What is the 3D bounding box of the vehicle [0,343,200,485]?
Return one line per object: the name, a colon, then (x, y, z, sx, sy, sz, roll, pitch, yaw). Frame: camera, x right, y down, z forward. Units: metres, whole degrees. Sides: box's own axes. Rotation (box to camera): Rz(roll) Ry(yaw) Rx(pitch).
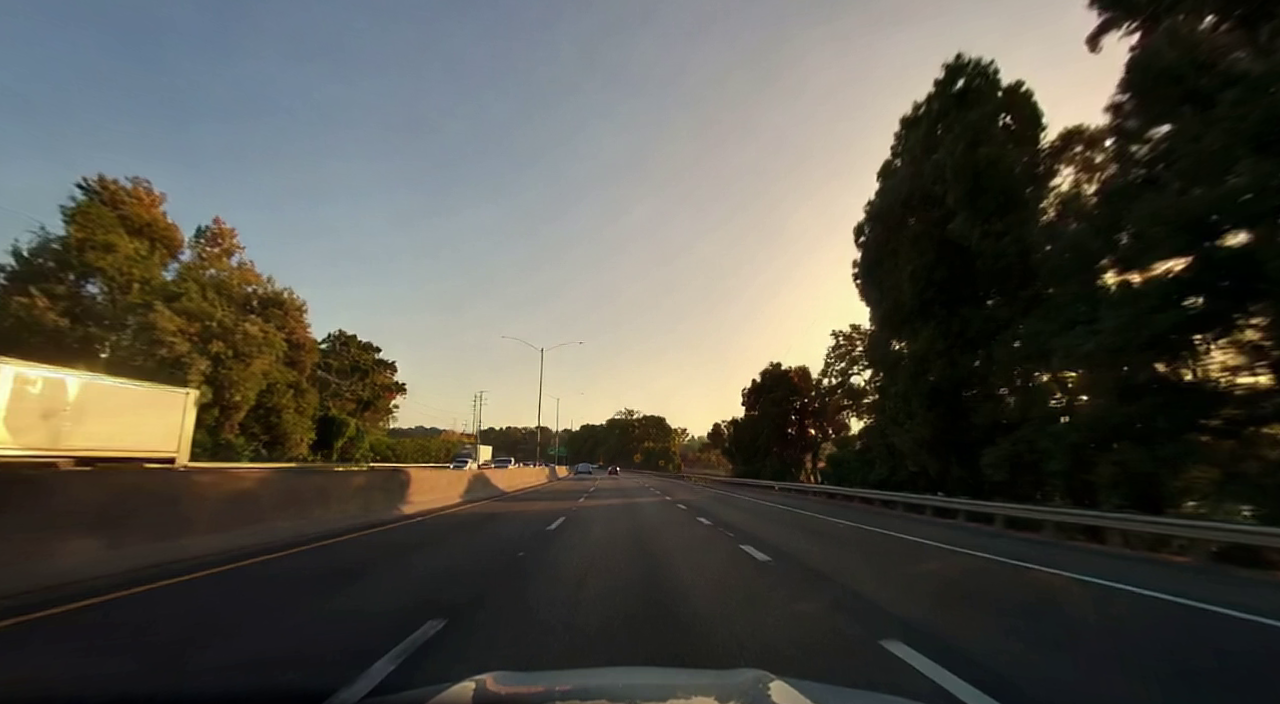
vehicle: (-19.914, 2.035, 19.500, 2.876, 4.019, 13.821, 1, -10, -1)
